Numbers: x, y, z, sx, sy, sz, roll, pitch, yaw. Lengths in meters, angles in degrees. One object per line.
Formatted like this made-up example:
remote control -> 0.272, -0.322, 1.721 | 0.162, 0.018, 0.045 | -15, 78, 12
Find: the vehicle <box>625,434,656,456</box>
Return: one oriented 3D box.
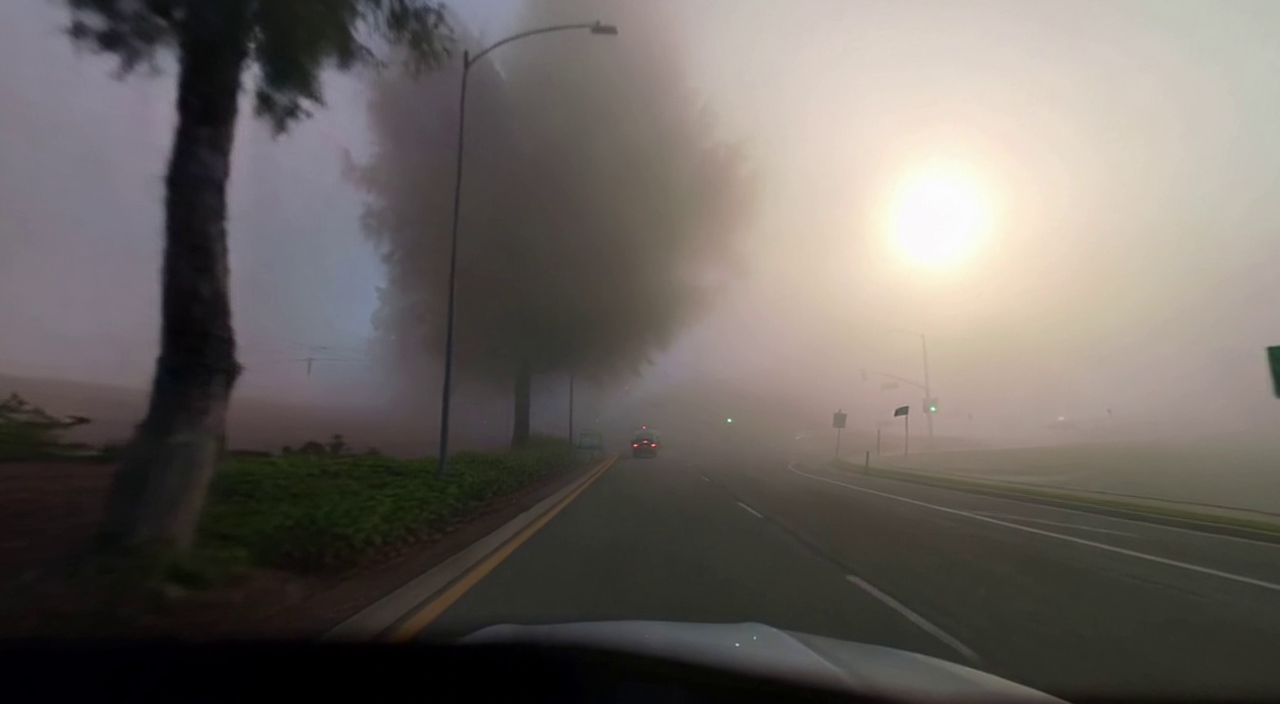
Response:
vehicle -> -0.017, 6.416, 43.621 | 2.056, 1.473, 4.380 | 0, -8, -1
